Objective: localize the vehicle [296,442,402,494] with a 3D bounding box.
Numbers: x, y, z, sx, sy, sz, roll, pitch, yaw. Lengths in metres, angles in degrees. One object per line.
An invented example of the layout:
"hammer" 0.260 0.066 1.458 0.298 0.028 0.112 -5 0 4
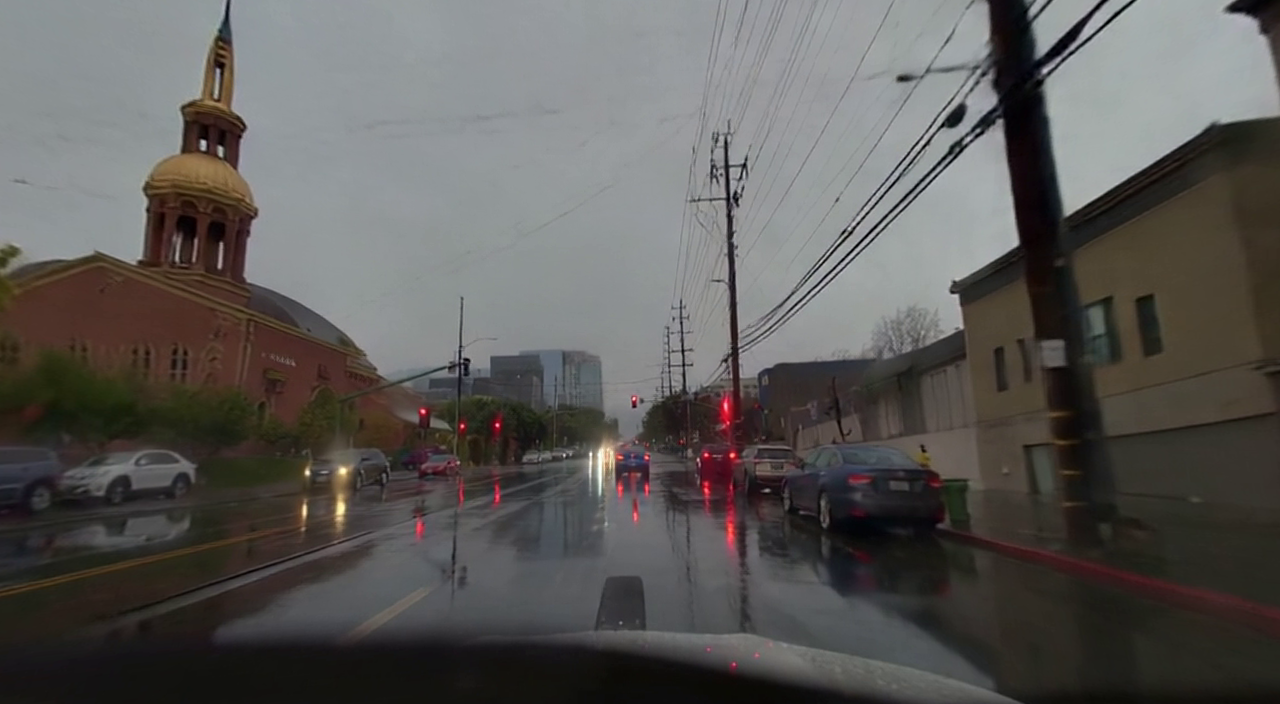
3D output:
"vehicle" -12.191 4.850 26.910 2.071 1.814 5.185 -5 -8 0

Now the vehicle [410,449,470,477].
"vehicle" -11.978 6.663 38.166 1.980 1.502 4.655 0 -8 2

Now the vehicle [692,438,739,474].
"vehicle" 3.905 5.459 33.401 2.015 1.780 4.261 0 -8 1

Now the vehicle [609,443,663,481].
"vehicle" -0.186 4.485 26.100 2.049 1.453 4.299 0 -8 -1

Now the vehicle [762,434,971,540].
"vehicle" 3.792 2.328 11.642 1.944 1.530 4.539 1 -8 -3
